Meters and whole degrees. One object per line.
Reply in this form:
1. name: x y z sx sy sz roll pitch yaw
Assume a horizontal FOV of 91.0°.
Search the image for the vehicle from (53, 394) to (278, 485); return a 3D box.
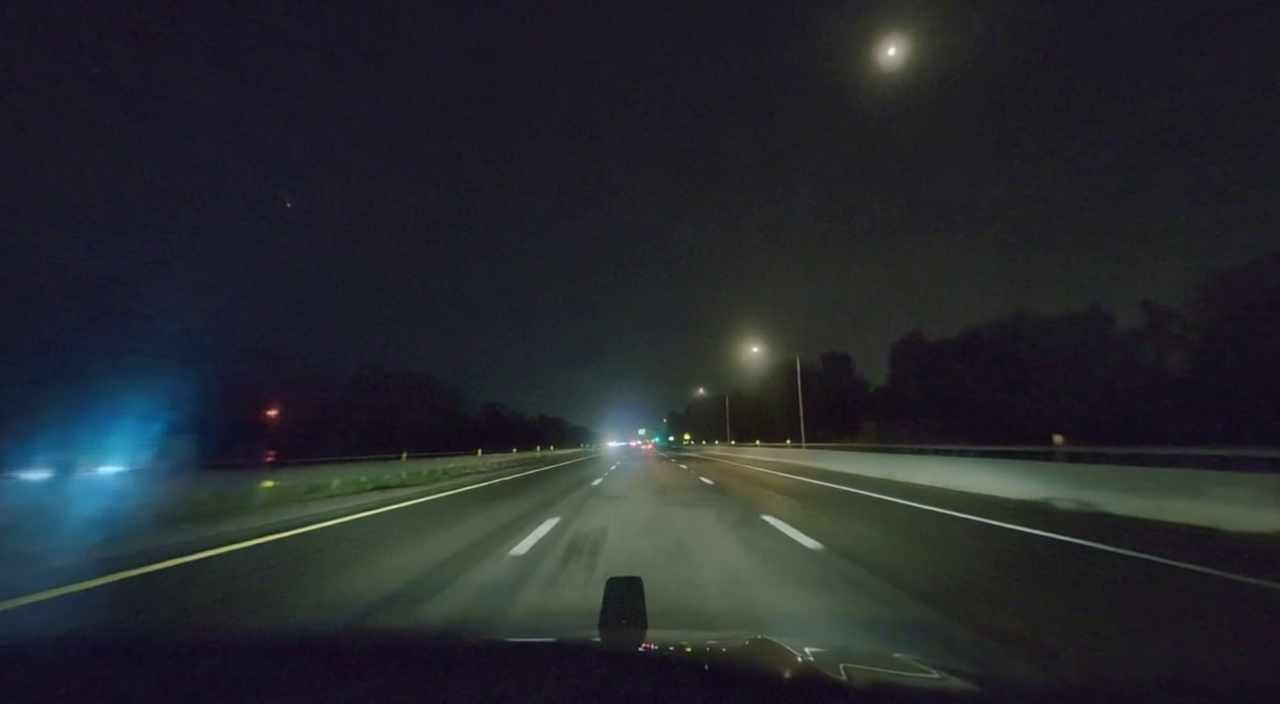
1. vehicle: -20.687 3.993 28.552 2.985 3.422 9.121 0 -8 1
